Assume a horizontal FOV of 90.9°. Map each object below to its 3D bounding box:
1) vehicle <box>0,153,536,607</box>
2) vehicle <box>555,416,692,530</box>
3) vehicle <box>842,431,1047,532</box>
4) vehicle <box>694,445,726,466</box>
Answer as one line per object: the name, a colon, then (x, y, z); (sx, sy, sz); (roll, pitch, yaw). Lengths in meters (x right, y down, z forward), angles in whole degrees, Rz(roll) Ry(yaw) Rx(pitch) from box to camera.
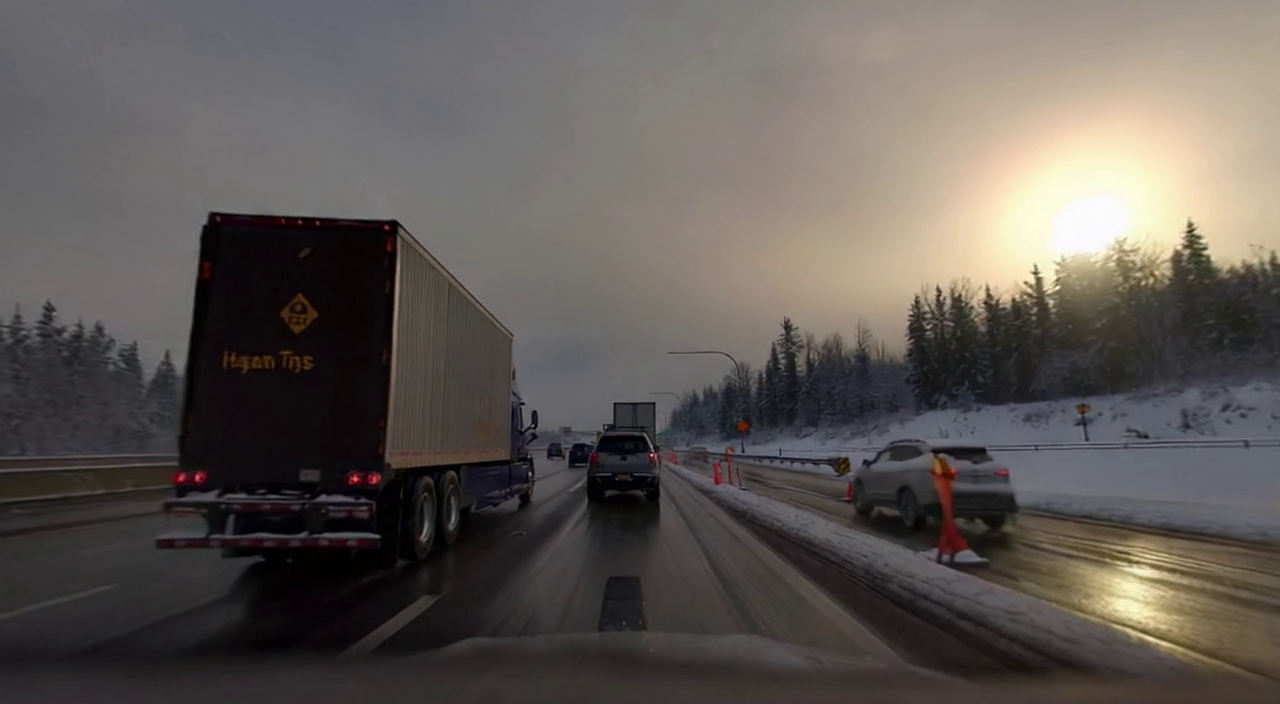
vehicle: (-3.754, 0.750, 9.463); (2.990, 3.885, 8.243); (0, -9, 0)
vehicle: (-0.288, 2.205, 11.955); (2.152, 1.779, 3.924); (0, -9, -1)
vehicle: (5.502, 2.363, 12.061); (1.937, 1.601, 3.798); (0, -9, -1)
vehicle: (5.361, 8.000, 48.957); (1.918, 1.479, 4.571); (0, -9, 0)
